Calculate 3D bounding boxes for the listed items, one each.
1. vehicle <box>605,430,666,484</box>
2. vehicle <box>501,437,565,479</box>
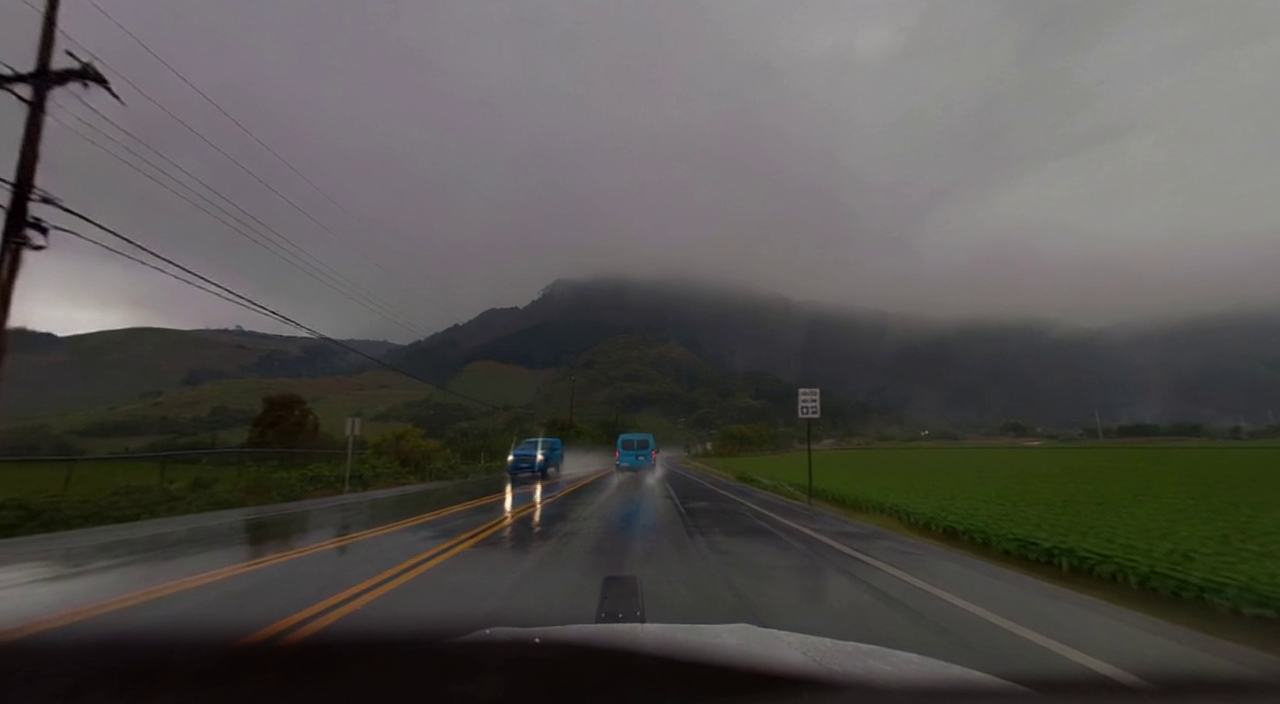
[{"bbox_3d":[-0.125,4.571,27.620,2.454,2.144,4.535,0,-9,1],"label":"vehicle"},{"bbox_3d":[-5.709,5.719,34.334,2.213,2.108,5.027,0,-9,4],"label":"vehicle"}]
